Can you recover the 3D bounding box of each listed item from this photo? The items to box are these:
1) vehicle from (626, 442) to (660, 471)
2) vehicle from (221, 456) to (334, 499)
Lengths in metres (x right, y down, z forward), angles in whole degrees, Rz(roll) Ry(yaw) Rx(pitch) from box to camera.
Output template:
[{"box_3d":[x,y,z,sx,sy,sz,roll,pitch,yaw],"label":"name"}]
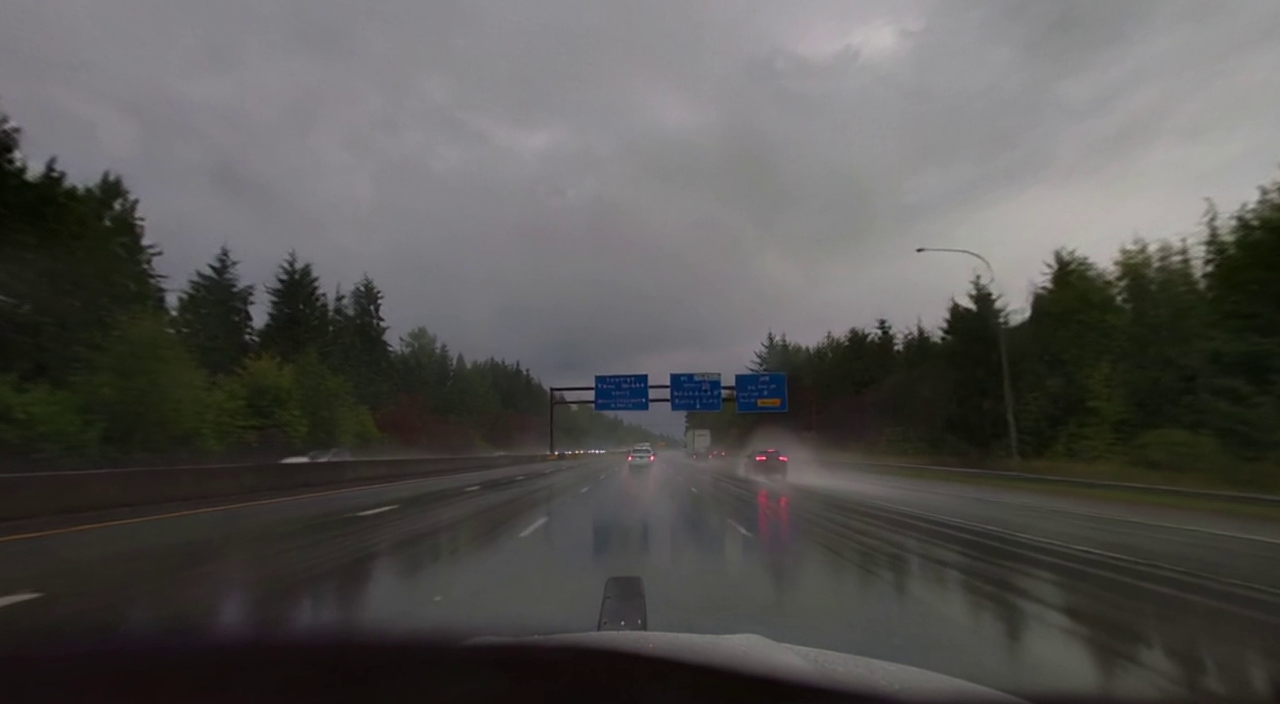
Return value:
[{"box_3d":[0.202,7.113,43.015,2.167,1.847,4.097,0,-9,1],"label":"vehicle"},{"box_3d":[-14.367,4.969,25.299,1.841,1.472,4.463,0,-9,0],"label":"vehicle"}]
